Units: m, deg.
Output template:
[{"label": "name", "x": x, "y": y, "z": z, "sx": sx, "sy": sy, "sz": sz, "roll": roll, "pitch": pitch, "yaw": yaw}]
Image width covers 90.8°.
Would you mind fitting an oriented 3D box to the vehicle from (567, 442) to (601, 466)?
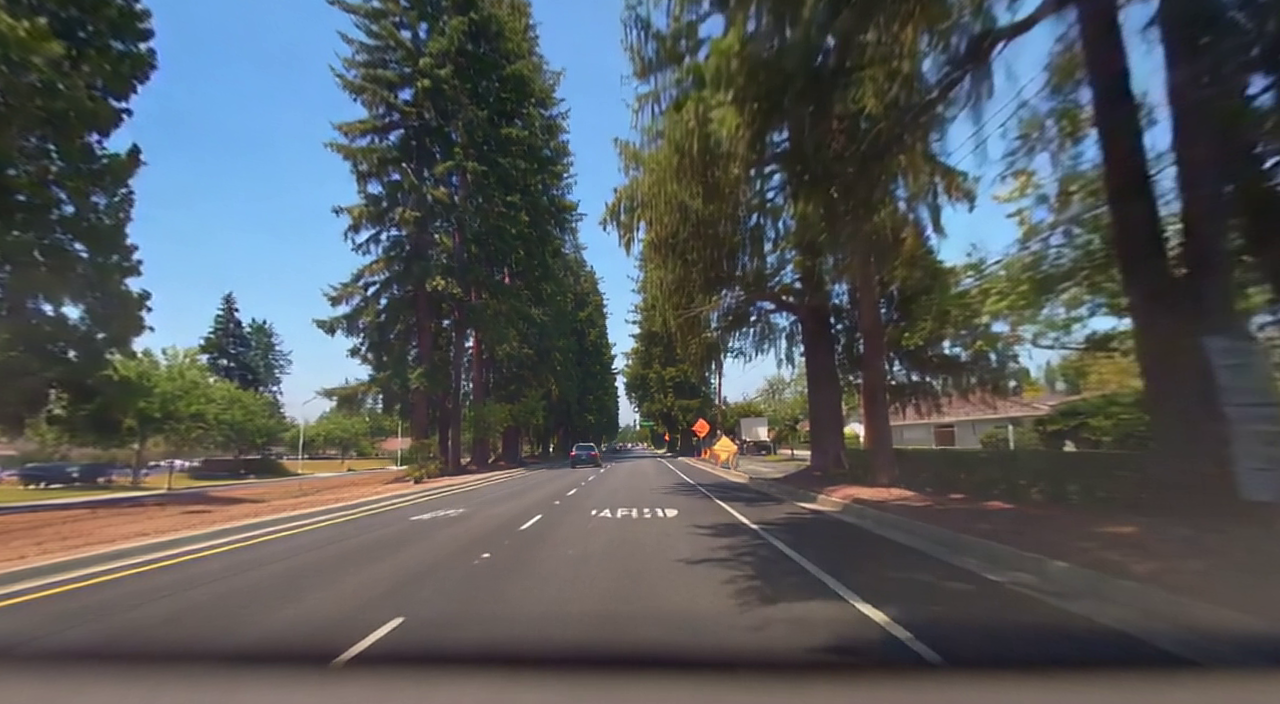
[{"label": "vehicle", "x": -3.891, "y": 7.180, "z": 44.669, "sx": 1.992, "sy": 1.608, "sz": 3.868, "roll": 0, "pitch": -8, "yaw": 0}]
